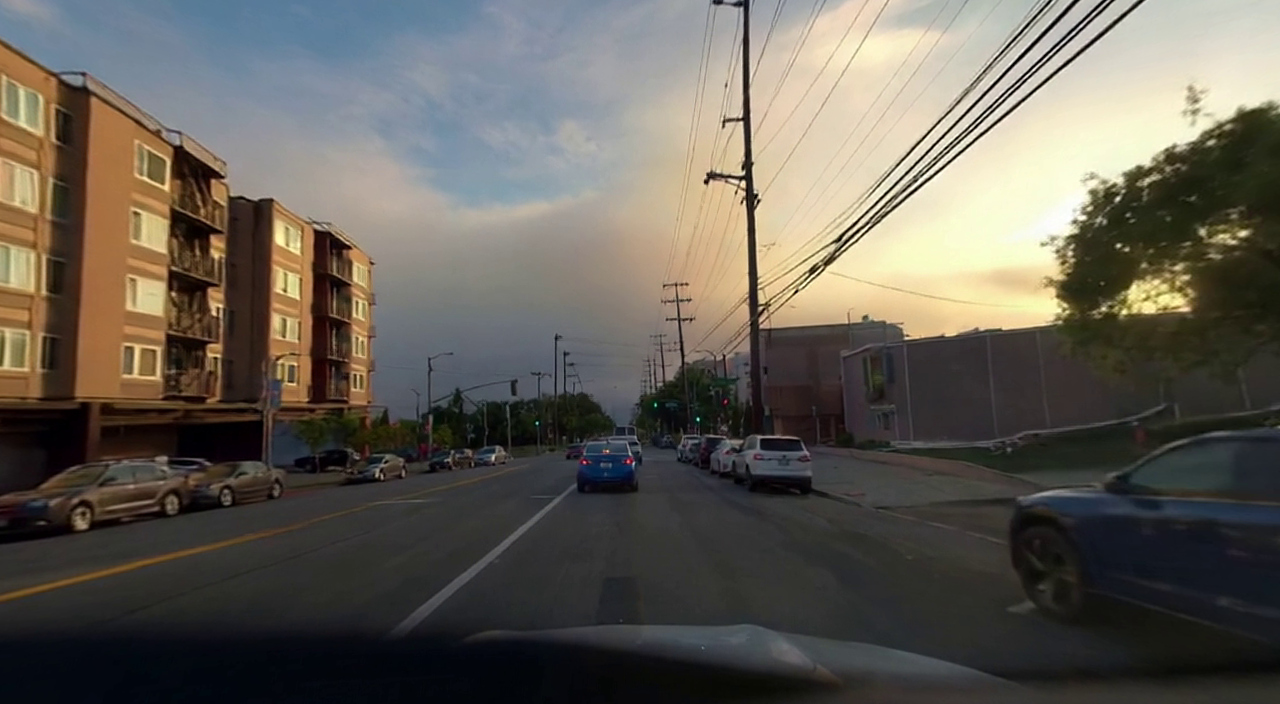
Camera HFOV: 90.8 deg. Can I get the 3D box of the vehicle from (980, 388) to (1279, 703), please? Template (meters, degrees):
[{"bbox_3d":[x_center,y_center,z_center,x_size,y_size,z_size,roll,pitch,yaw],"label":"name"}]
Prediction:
[{"bbox_3d":[4.077,1.006,3.162,1.938,1.570,4.872,2,-8,-2],"label":"vehicle"}]

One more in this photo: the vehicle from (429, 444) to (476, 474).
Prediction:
[{"bbox_3d":[-12.222,6.978,41.456,2.011,1.687,4.079,-3,-8,-2],"label":"vehicle"}]

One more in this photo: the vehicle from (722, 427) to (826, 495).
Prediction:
[{"bbox_3d":[3.672,3.082,18.214,1.967,1.721,4.410,0,-8,-1],"label":"vehicle"}]

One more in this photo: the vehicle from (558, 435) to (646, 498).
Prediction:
[{"bbox_3d":[-0.891,2.991,17.002,2.019,1.453,4.603,0,-8,0],"label":"vehicle"}]

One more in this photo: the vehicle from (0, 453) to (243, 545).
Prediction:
[{"bbox_3d":[-12.013,3.252,14.680,2.242,1.534,5.414,-4,-8,-2],"label":"vehicle"}]

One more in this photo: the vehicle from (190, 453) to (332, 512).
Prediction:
[{"bbox_3d":[-12.050,4.116,20.516,1.850,1.487,4.711,-4,-8,-2],"label":"vehicle"}]

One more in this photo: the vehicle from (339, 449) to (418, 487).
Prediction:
[{"bbox_3d":[-12.099,5.367,29.545,1.868,1.491,4.367,-4,-8,0],"label":"vehicle"}]
